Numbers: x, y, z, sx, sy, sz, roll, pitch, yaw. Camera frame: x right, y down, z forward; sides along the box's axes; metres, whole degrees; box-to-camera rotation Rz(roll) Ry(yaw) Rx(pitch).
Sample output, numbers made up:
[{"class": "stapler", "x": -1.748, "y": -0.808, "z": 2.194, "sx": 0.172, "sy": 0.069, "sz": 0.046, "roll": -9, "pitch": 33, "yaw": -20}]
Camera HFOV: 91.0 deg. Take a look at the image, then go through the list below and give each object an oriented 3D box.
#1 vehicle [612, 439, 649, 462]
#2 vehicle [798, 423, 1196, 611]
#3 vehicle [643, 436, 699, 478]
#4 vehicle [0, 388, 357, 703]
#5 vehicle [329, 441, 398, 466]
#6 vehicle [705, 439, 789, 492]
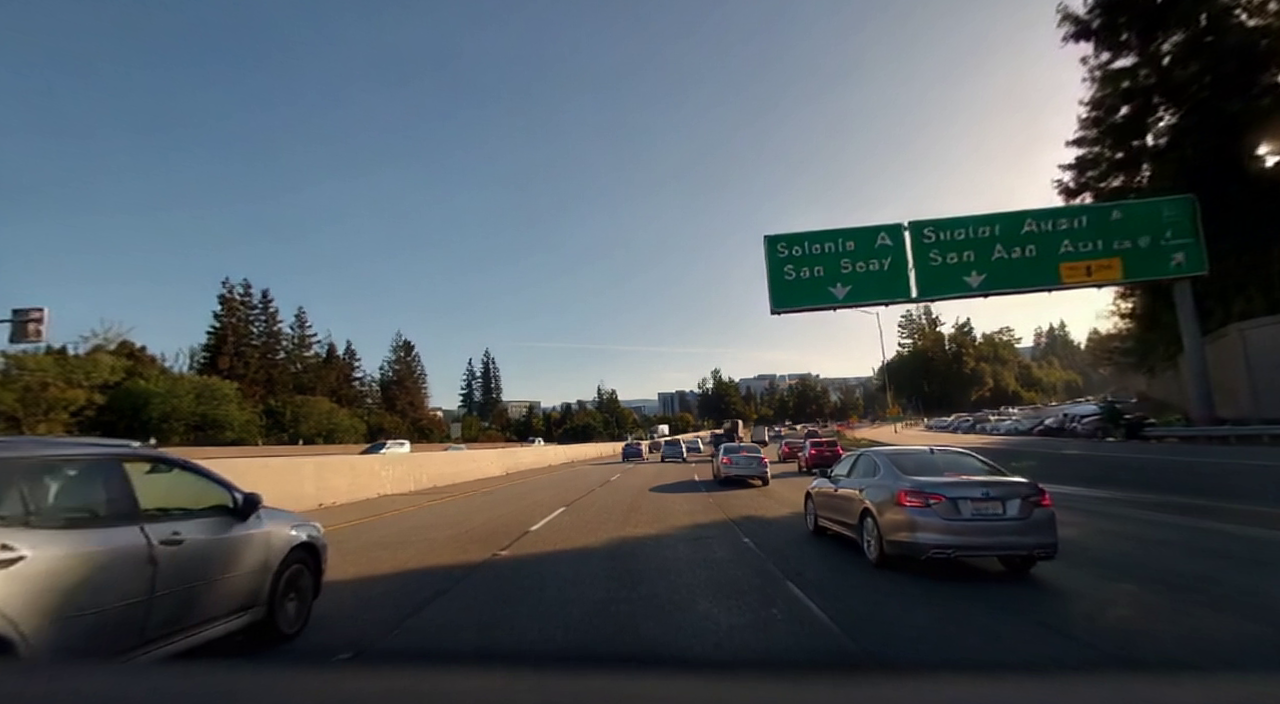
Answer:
[{"class": "vehicle", "x": -0.622, "y": 7.049, "z": 45.140, "sx": 2.059, "sy": 1.516, "sz": 4.236, "roll": -1, "pitch": -9, "yaw": 7}, {"class": "vehicle", "x": 3.463, "y": 1.697, "z": 7.468, "sx": 2.014, "sy": 1.489, "sz": 4.696, "roll": 0, "pitch": -9, "yaw": 1}, {"class": "vehicle", "x": 1.344, "y": 4.461, "z": 26.883, "sx": 2.201, "sy": 1.614, "sz": 3.803, "roll": -1, "pitch": -9, "yaw": 4}, {"class": "vehicle", "x": -3.218, "y": 0.977, "z": 2.620, "sx": 1.937, "sy": 1.558, "sz": 4.469, "roll": 0, "pitch": -9, "yaw": 1}, {"class": "vehicle", "x": -20.806, "y": 7.683, "z": 47.688, "sx": 2.328, "sy": 1.767, "sz": 5.383, "roll": -1, "pitch": -9, "yaw": 6}, {"class": "vehicle", "x": 3.292, "y": 3.612, "z": 20.309, "sx": 2.009, "sy": 1.489, "sz": 4.559, "roll": 0, "pitch": -9, "yaw": 2}]
